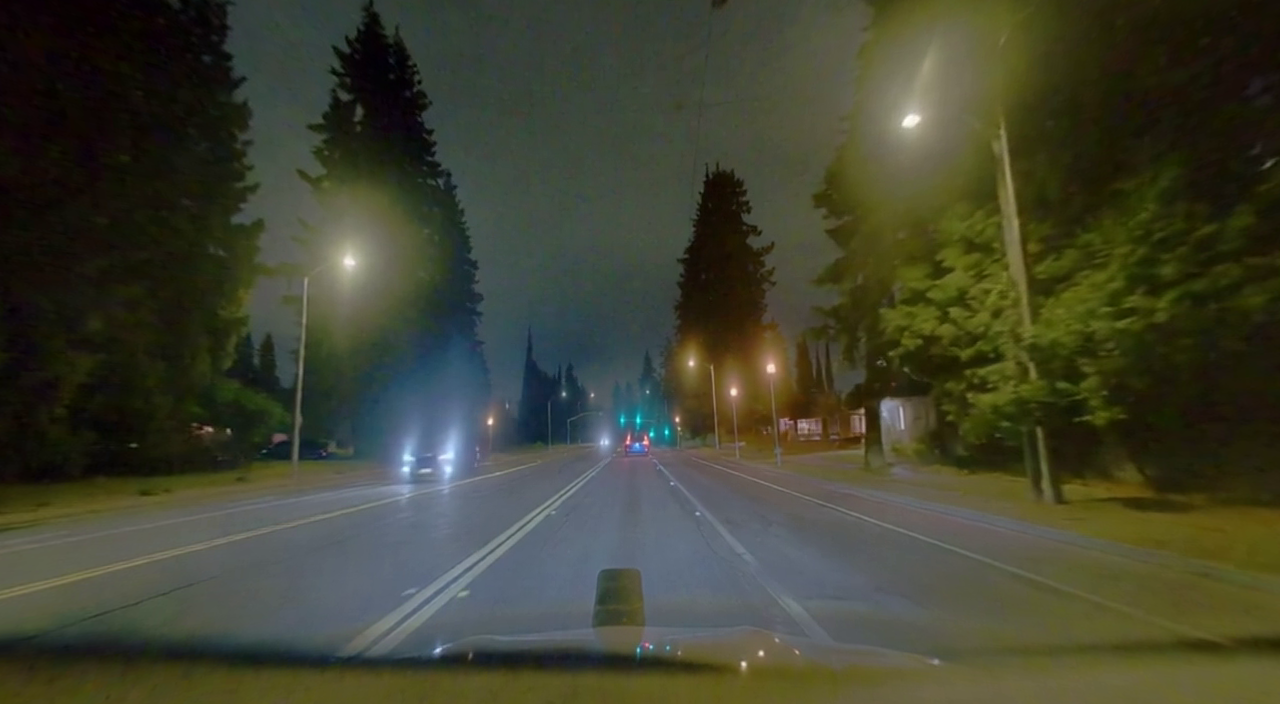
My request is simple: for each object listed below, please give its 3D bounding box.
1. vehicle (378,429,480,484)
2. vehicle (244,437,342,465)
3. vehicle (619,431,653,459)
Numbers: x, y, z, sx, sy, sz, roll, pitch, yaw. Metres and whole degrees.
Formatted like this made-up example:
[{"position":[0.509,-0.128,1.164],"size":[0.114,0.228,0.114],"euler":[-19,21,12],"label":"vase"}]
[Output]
[{"position":[-7.161,3.575,21.971],"size":[2.065,1.719,4.265],"euler":[0,-8,0],"label":"vehicle"},{"position":[-21.146,6.017,38.626],"size":[4.773,1.625,1.933],"euler":[0,-8,-2],"label":"vehicle"},{"position":[-0.294,6.405,43.741],"size":[2.230,1.827,4.298],"euler":[0,-8,0],"label":"vehicle"}]
